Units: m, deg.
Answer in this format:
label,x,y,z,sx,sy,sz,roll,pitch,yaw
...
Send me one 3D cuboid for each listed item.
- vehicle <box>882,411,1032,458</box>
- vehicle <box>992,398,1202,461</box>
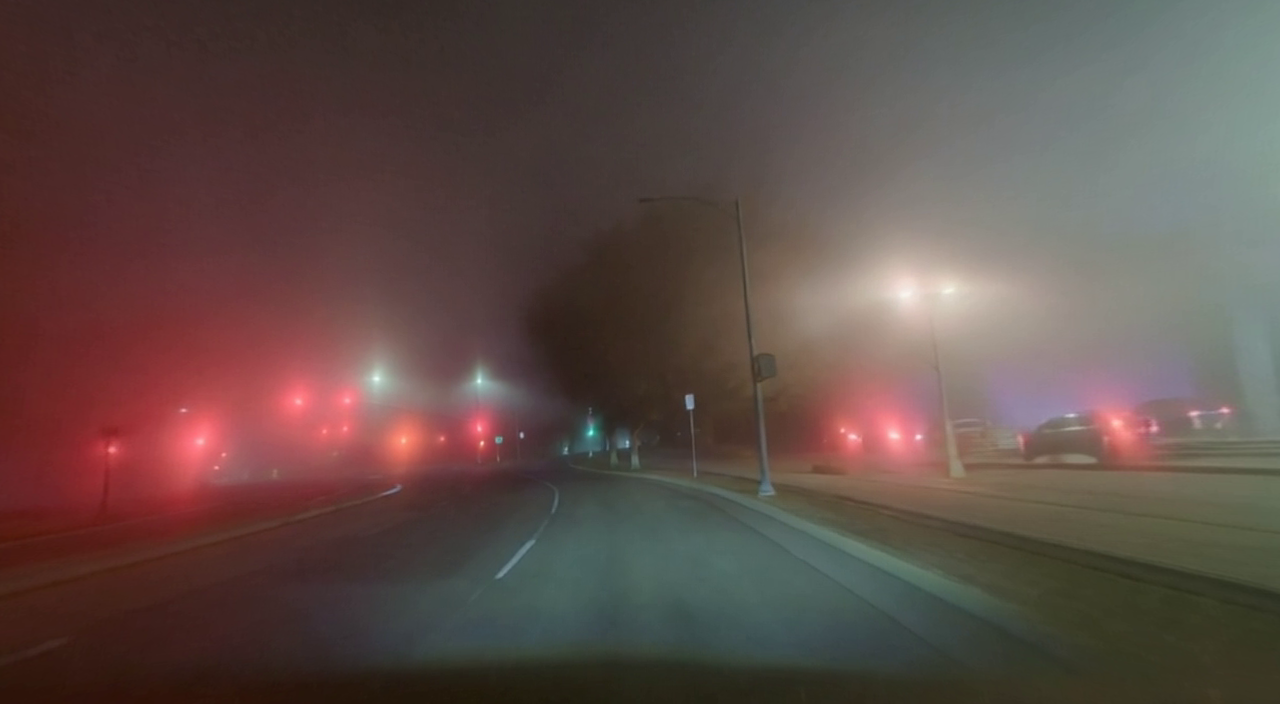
label,x,y,z,sx,sy,sz,roll,pitch,yaw
vehicle,11.269,2.966,22.573,4.400,1.584,1.964,1,-9,-11
vehicle,12.341,2.145,17.239,4.332,1.581,2.028,1,-9,-9
